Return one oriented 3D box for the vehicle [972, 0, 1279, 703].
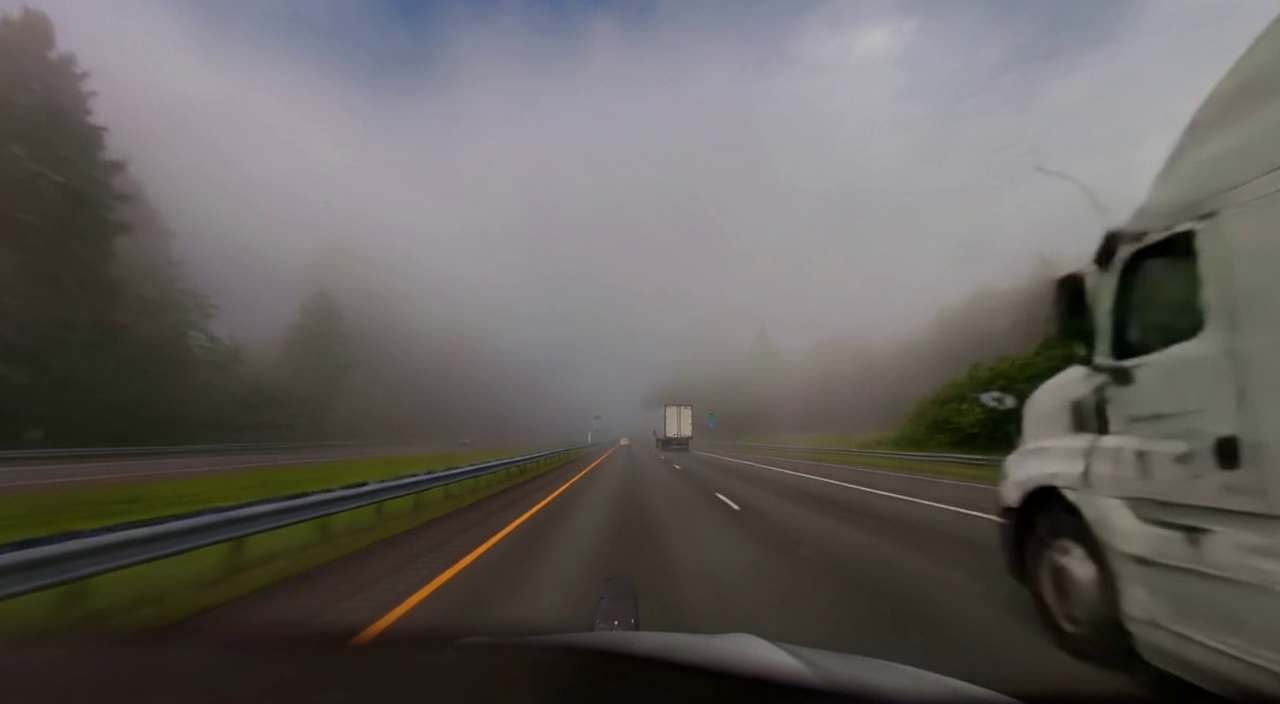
[{"bbox_3d":[4.233,-0.413,1.741,3.073,3.927,6.116,0,-8,-1],"label":"vehicle"}]
